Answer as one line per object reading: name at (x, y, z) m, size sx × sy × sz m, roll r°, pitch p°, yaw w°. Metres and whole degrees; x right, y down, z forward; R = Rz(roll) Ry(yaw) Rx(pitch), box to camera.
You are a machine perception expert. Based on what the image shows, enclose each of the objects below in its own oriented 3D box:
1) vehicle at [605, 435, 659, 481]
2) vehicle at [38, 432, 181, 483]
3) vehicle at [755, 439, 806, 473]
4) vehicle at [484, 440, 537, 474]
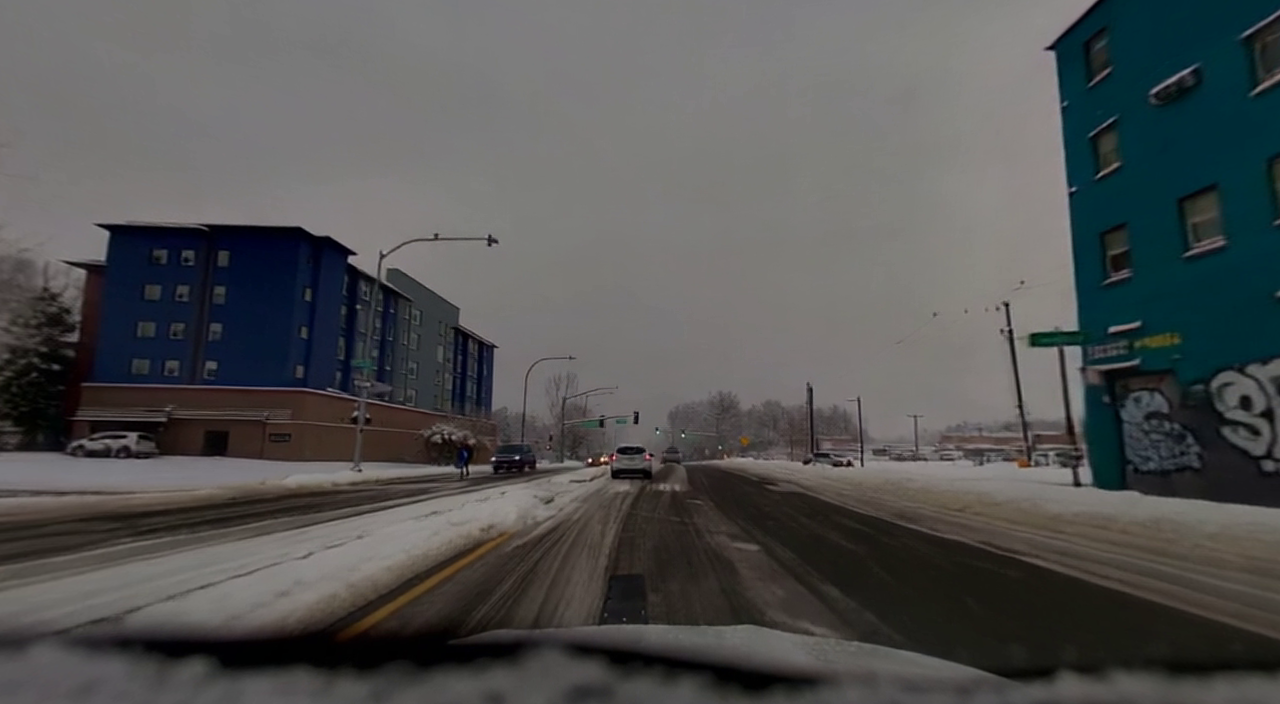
vehicle at (-0.319, 4.581, 27.591) m, size 2.160 × 1.786 × 4.702 m, roll 0°, pitch -8°, yaw 0°
vehicle at (-39.031, 7.784, 46.622) m, size 7.491 × 3.562 × 2.925 m, roll 1°, pitch -8°, yaw -4°
vehicle at (7.637, 5.667, 34.649) m, size 1.952 × 1.749 × 4.311 m, roll 0°, pitch -8°, yaw 2°
vehicle at (-8.376, 6.821, 41.280) m, size 2.393 × 2.059 × 4.739 m, roll 0°, pitch -8°, yaw 2°
